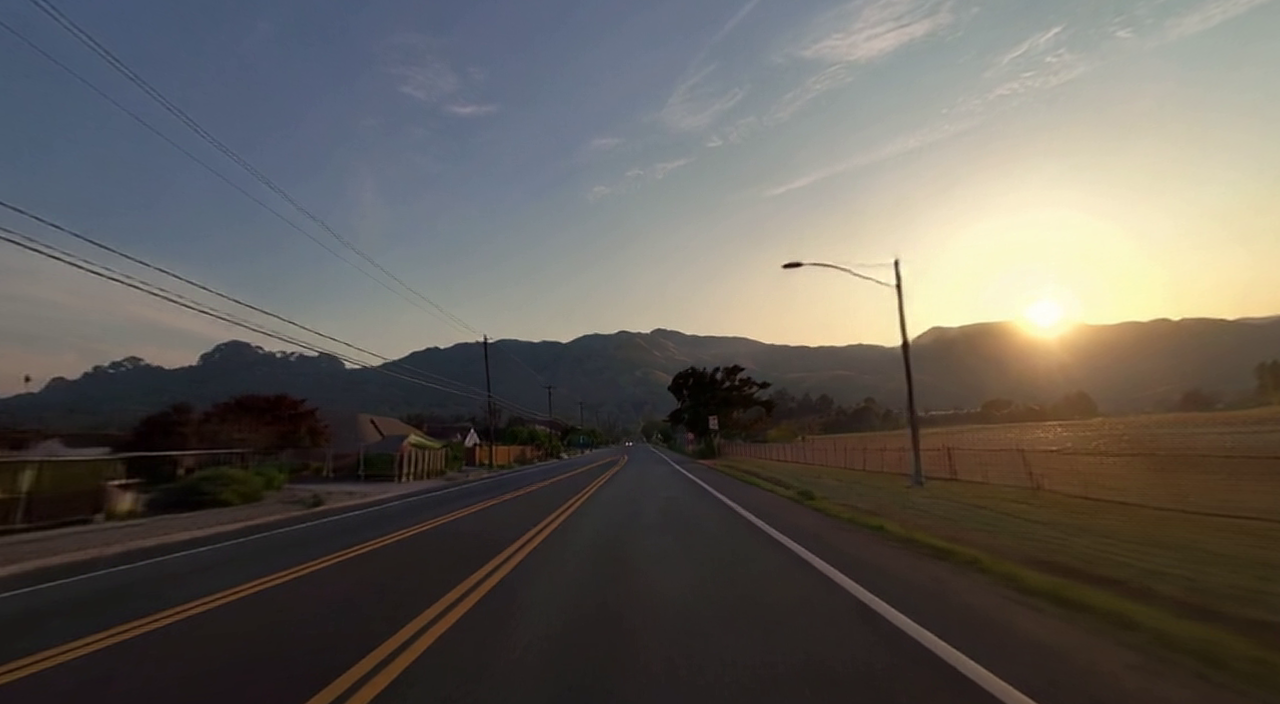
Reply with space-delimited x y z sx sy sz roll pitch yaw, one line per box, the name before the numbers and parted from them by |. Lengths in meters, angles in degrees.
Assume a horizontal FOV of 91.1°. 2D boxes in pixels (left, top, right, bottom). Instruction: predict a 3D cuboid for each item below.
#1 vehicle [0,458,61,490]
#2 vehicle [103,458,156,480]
vehicle | -41.575 7.988 41.176 4.954 1.917 2.300 0 -8 3
vehicle | -40.553 9.278 49.962 1.674 1.438 3.745 -2 -8 -11
